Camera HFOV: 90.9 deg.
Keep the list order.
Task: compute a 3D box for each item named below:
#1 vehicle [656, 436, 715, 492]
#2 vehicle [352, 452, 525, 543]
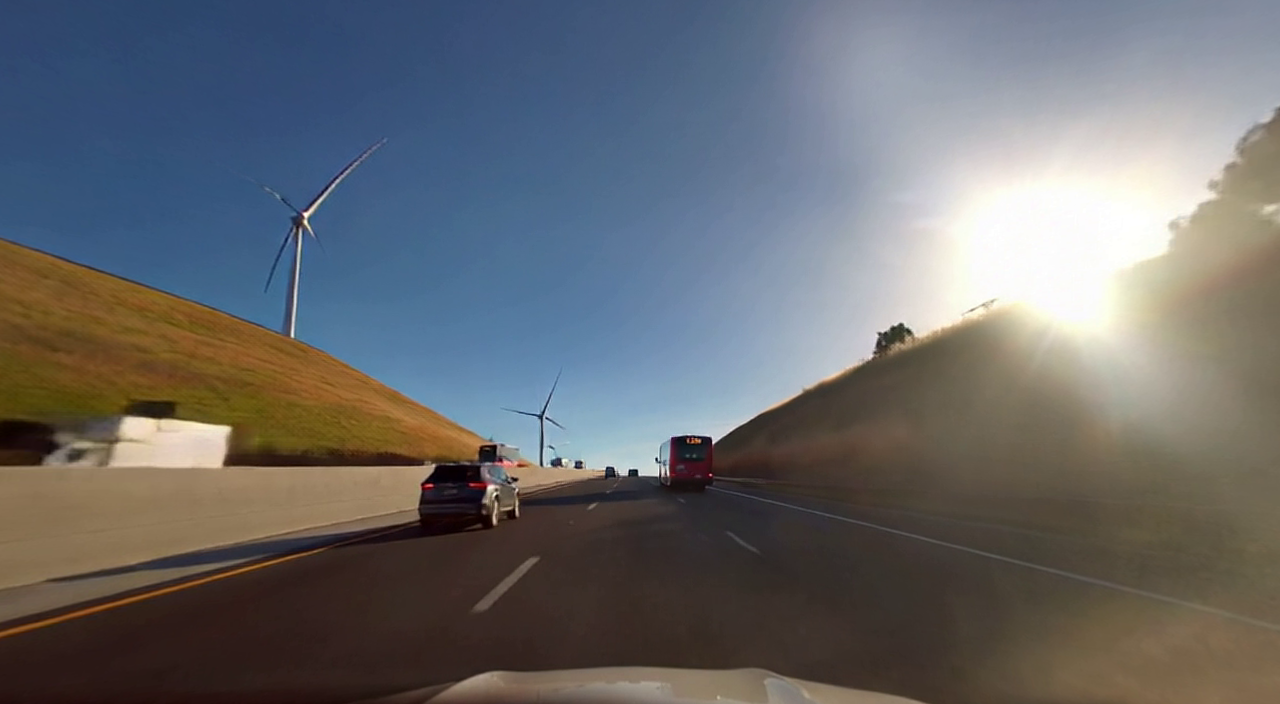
[{"bbox_3d":[3.210,8.691,48.604,2.941,3.574,14.463,1,-11,-2],"label":"vehicle"},{"bbox_3d":[-3.975,2.987,13.375,2.213,1.568,4.274,1,-11,0],"label":"vehicle"}]
